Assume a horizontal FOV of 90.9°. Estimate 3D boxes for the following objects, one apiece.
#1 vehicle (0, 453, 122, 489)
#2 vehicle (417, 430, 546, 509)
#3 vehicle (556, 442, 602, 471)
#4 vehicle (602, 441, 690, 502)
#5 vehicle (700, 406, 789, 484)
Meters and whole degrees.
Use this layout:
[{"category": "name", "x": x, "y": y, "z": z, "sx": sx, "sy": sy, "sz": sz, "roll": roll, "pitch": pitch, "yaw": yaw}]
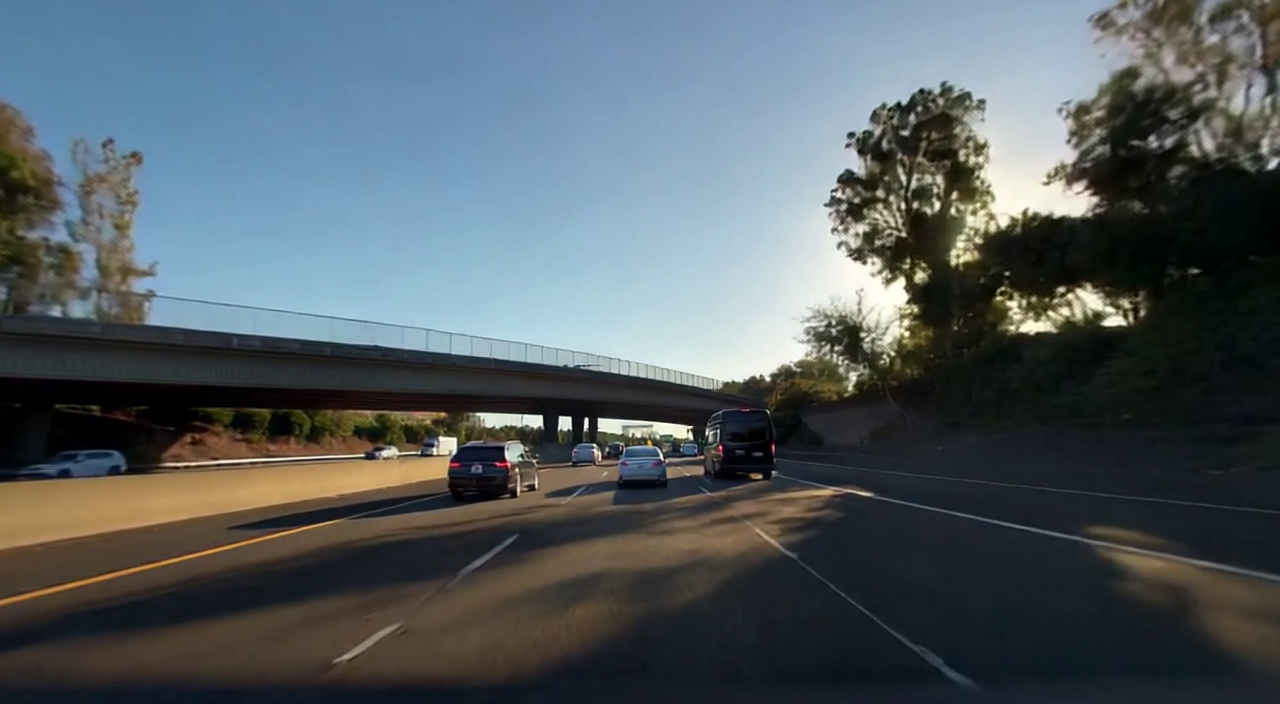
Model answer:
[{"category": "vehicle", "x": -26.674, "y": 5.425, "z": 28.997, "sx": 1.874, "sy": 1.448, "sz": 4.436, "roll": 0, "pitch": -8, "yaw": 1}, {"category": "vehicle", "x": -3.814, "y": 2.906, "z": 16.052, "sx": 2.078, "sy": 1.706, "sz": 4.298, "roll": 0, "pitch": -8, "yaw": 1}, {"category": "vehicle", "x": -3.684, "y": 6.383, "z": 38.918, "sx": 2.258, "sy": 1.655, "sz": 4.397, "roll": 0, "pitch": -8, "yaw": 1}, {"category": "vehicle", "x": 0.129, "y": 3.250, "z": 17.585, "sx": 2.174, "sy": 1.467, "sz": 4.005, "roll": 0, "pitch": -8, "yaw": -1}, {"category": "vehicle", "x": 4.005, "y": 3.780, "z": 25.696, "sx": 2.436, "sy": 2.745, "sz": 6.607, "roll": 0, "pitch": -8, "yaw": -1}]
